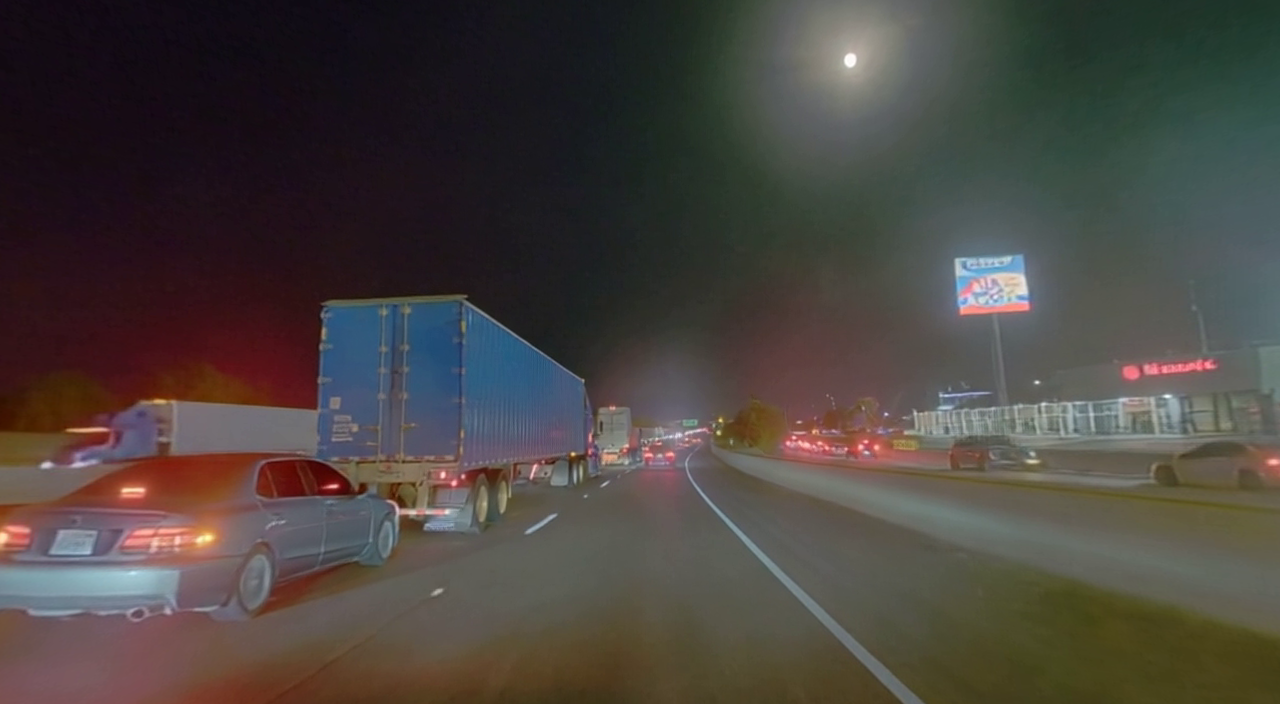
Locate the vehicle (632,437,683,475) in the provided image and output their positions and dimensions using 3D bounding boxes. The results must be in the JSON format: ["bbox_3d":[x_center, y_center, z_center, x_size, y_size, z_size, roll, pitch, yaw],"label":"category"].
[{"bbox_3d":[0.847,4.804,29.228,2.178,1.640,4.071,-1,-9,3],"label":"vehicle"}]

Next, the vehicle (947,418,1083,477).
[{"bbox_3d":[14.619,3.798,25.091,2.186,2.074,5.586,-1,-9,3],"label":"vehicle"}]

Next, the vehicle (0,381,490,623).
[{"bbox_3d":[-3.400,1.357,6.472,2.896,1.779,3.441,1,-8,-1],"label":"vehicle"}]

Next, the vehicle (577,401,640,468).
[{"bbox_3d":[-1.872,5.535,41.819,3.073,3.894,9.782,-1,-9,3],"label":"vehicle"}]

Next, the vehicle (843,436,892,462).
[{"bbox_3d":[15.755,6.777,43.936,2.022,1.675,4.792,-1,-9,6],"label":"vehicle"}]
